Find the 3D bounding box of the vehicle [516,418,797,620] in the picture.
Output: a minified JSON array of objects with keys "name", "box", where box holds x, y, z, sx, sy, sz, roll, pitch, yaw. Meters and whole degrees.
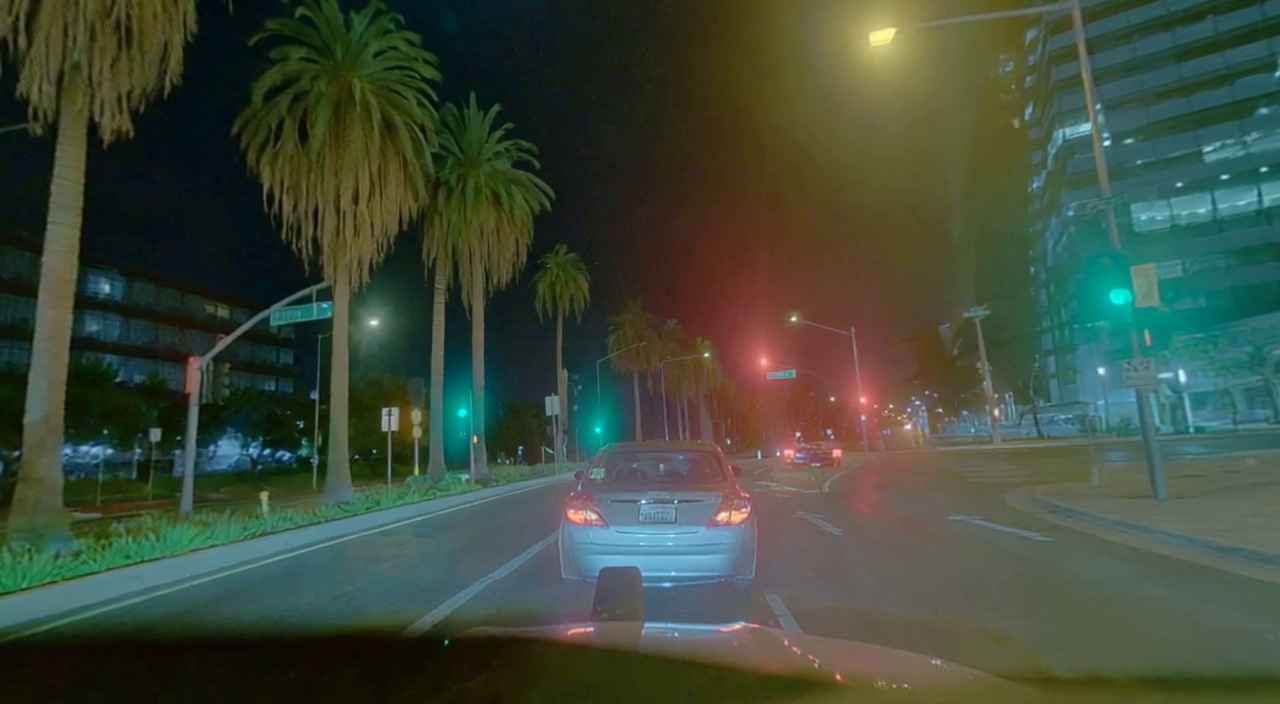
[{"name":"vehicle","box":[0.148,1.555,6.825,2.096,1.492,4.071,0,-9,1]}]
